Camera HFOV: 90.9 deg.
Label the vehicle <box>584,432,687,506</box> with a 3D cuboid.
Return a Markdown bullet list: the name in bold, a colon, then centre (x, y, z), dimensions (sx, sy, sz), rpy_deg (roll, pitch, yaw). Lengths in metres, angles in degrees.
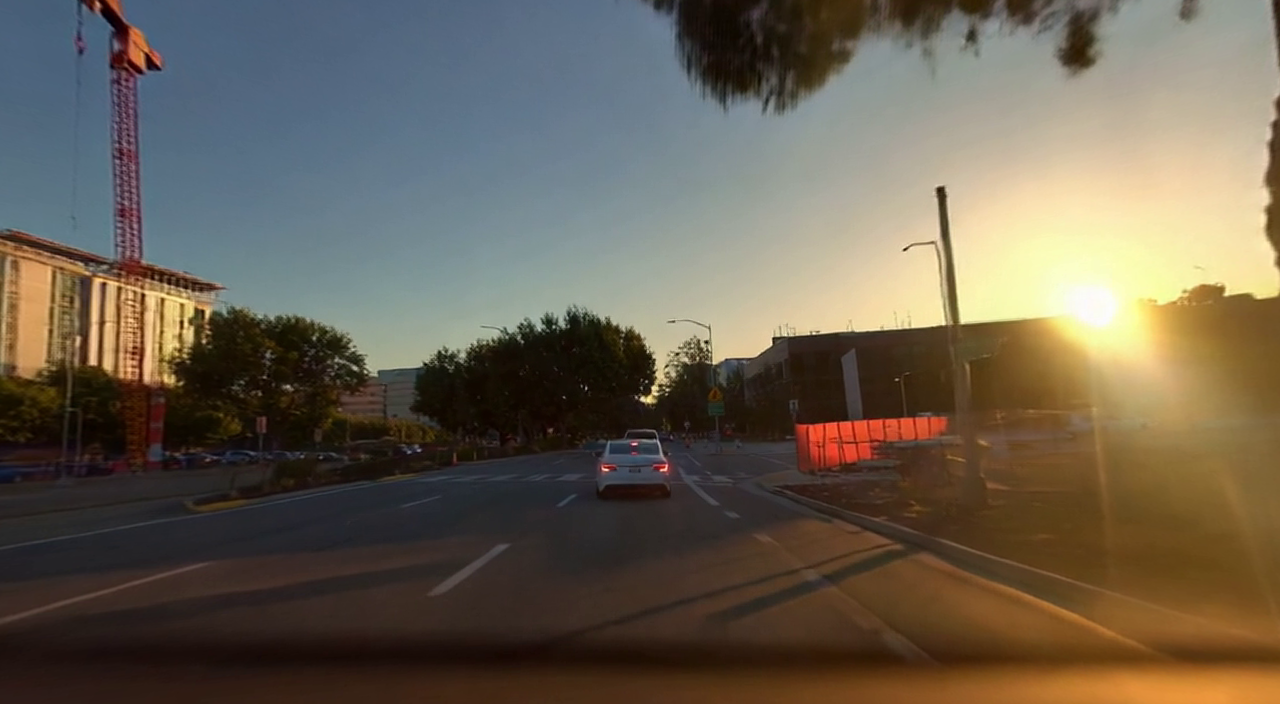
- **vehicle**: centre (-0.095, 2.690, 14.943), dimensions (2.112, 1.482, 4.076), rpy_deg (0, -8, 0)

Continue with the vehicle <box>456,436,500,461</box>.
- **vehicle**: centre (-10.297, 6.101, 39.793), dimensions (2.072, 1.465, 4.394), rpy_deg (3, -9, -22)
